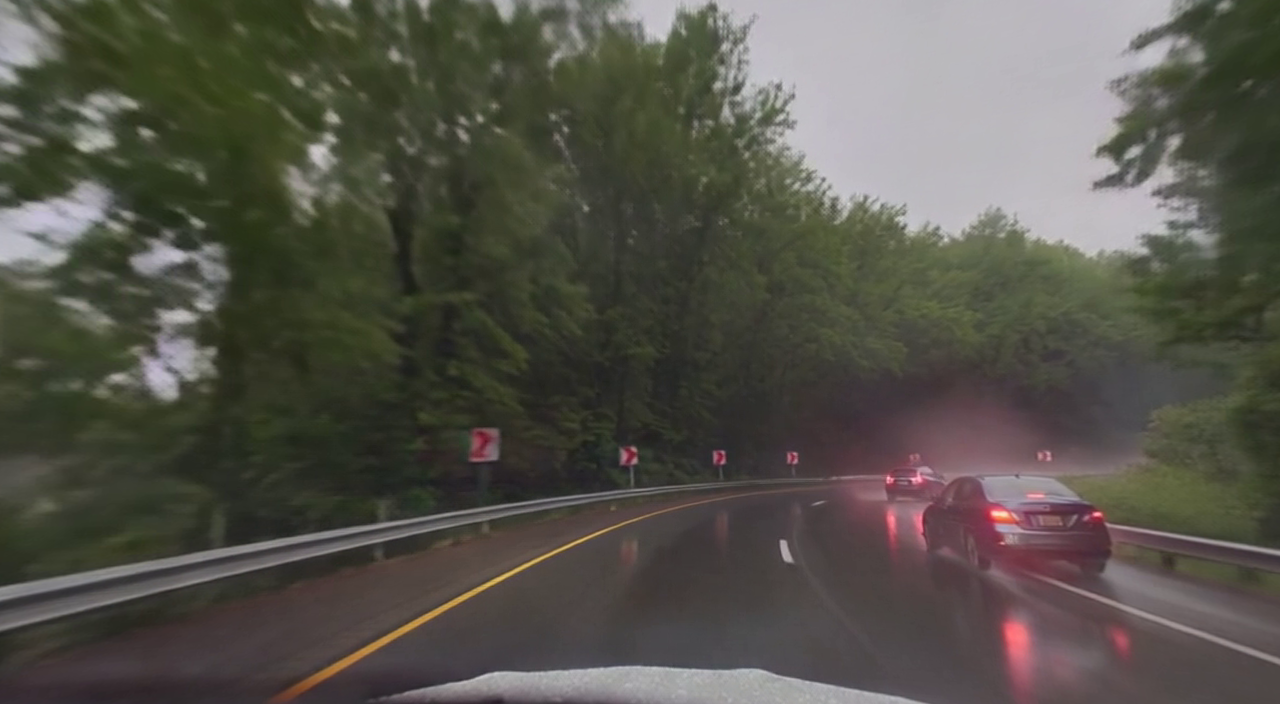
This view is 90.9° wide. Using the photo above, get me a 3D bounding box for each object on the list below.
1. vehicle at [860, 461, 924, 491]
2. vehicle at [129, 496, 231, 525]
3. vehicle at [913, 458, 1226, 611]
[{"bbox_3d":[13.748,6.746,34.267,1.992,1.503,3.793,-8,-14,40],"label":"vehicle"},{"bbox_3d":[-30.024,10.343,41.326,5.016,1.655,1.850,6,-11,-26],"label":"vehicle"},{"bbox_3d":[5.600,2.370,9.046,2.023,1.593,4.105,-1,-10,8],"label":"vehicle"}]
